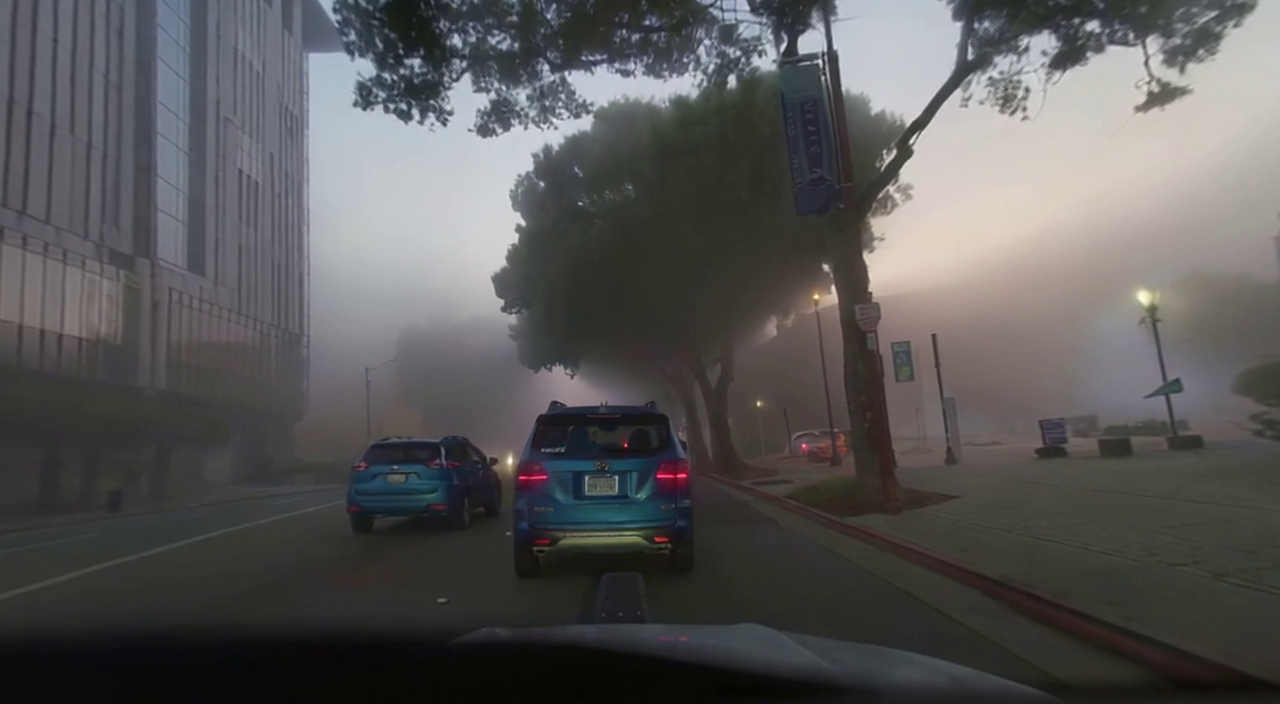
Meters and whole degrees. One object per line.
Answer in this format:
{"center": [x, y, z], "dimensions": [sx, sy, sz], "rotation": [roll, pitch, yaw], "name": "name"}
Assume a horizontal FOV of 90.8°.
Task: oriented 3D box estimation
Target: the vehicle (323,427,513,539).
{"center": [-3.781, 2.292, 11.767], "dimensions": [1.971, 1.658, 4.428], "rotation": [0, -8, -1], "name": "vehicle"}

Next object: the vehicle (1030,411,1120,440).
{"center": [24.470, 4.163, 35.634], "dimensions": [3.826, 1.544, 1.754], "rotation": [1, -9, -5], "name": "vehicle"}

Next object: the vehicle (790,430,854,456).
{"center": [10.621, 5.291, 36.787], "dimensions": [1.877, 1.416, 3.965], "rotation": [-8, -12, 44], "name": "vehicle"}

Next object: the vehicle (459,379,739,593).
{"center": [-0.437, 1.534, 8.020], "dimensions": [2.531, 1.930, 4.382], "rotation": [0, -8, -2], "name": "vehicle"}
